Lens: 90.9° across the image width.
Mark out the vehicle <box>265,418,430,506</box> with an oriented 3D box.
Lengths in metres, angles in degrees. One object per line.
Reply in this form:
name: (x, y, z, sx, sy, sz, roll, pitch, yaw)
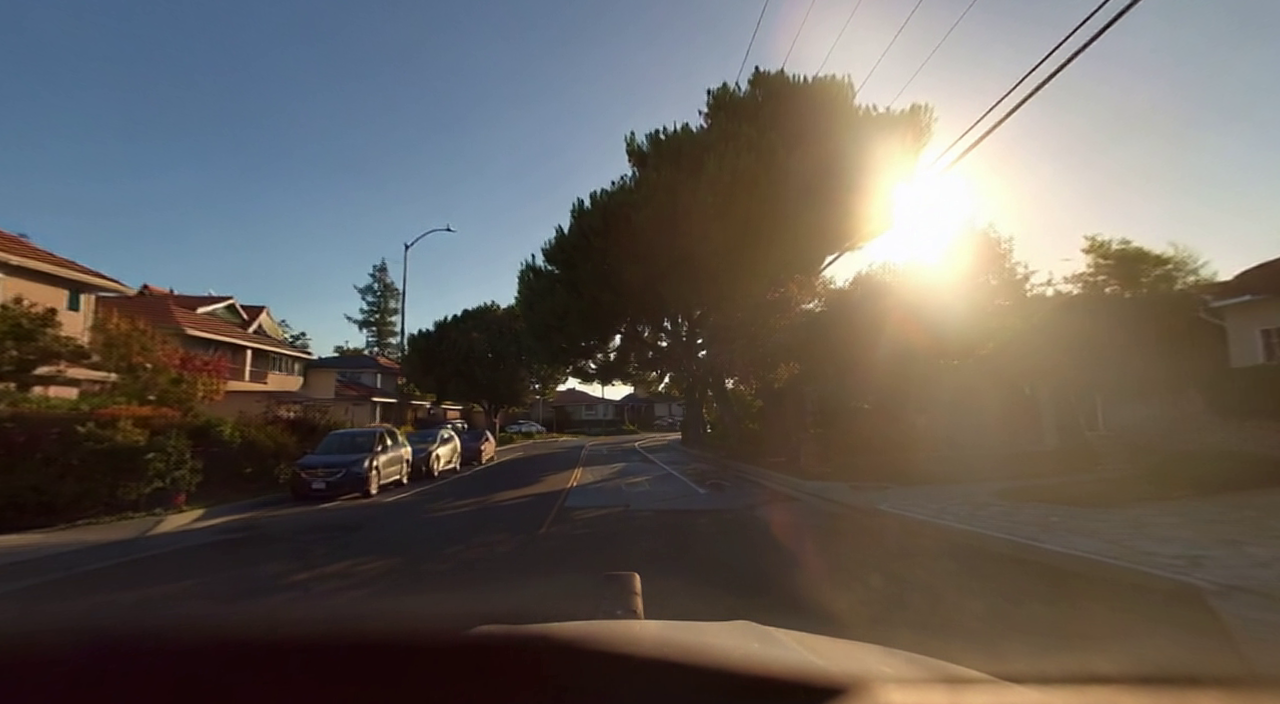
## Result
vehicle: (-6.669, 2.529, 14.998, 2.147, 1.780, 4.165, 0, -8, -4)
